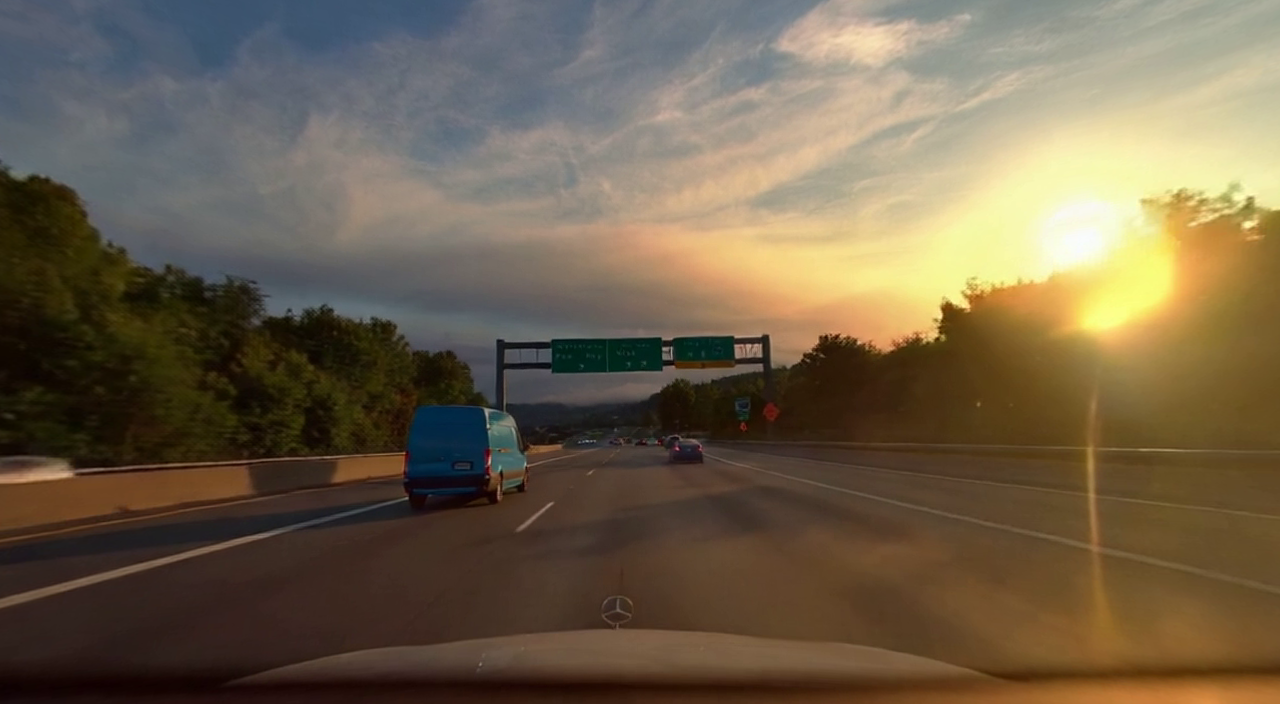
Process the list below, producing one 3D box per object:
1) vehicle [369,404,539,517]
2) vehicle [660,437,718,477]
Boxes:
[{"bbox_3d":[-3.790,2.313,14.060,2.275,2.053,5.082,0,-8,-1],"label":"vehicle"},{"bbox_3d":[1.878,4.175,25.374,2.020,1.464,3.803,0,-8,0],"label":"vehicle"}]
